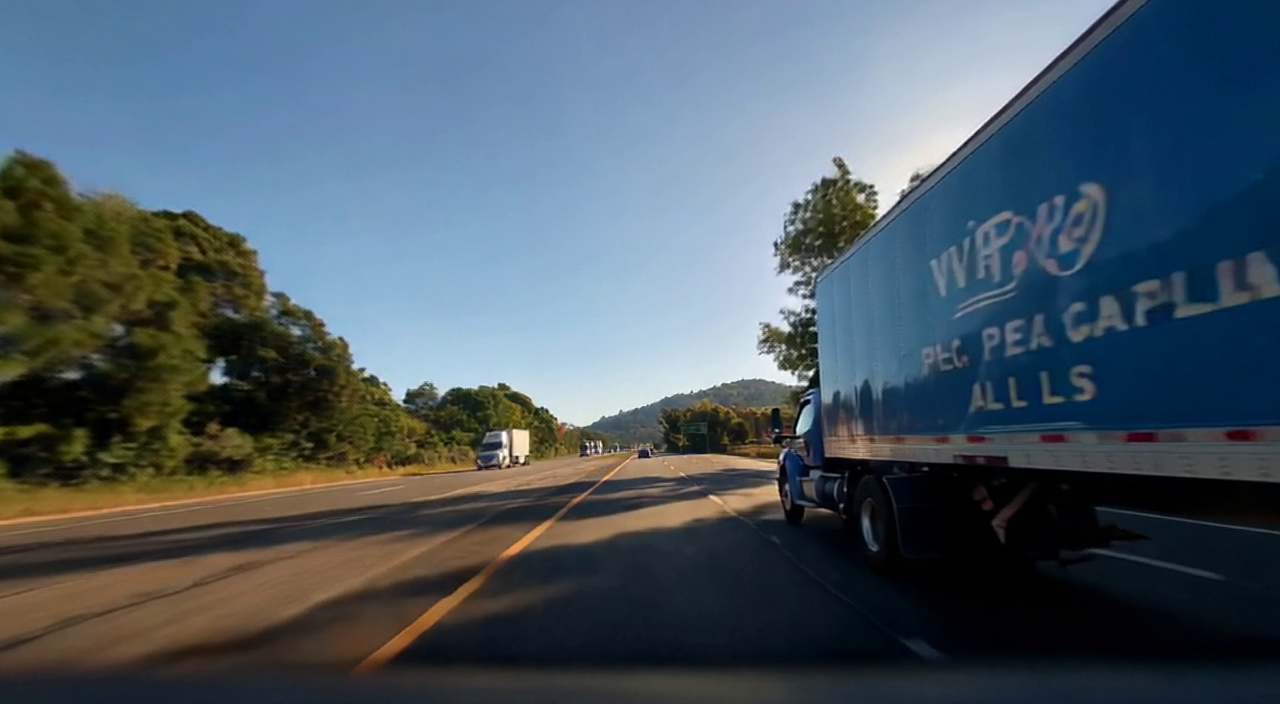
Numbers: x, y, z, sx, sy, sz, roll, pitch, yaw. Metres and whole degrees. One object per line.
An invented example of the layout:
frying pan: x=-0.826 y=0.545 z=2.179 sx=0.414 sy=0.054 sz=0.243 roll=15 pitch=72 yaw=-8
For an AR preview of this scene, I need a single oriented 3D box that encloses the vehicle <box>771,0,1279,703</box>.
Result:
vehicle: x=3.862 y=0.212 z=7.002 sx=2.982 sy=4.164 sz=7.753 roll=0 pitch=-9 yaw=-1
